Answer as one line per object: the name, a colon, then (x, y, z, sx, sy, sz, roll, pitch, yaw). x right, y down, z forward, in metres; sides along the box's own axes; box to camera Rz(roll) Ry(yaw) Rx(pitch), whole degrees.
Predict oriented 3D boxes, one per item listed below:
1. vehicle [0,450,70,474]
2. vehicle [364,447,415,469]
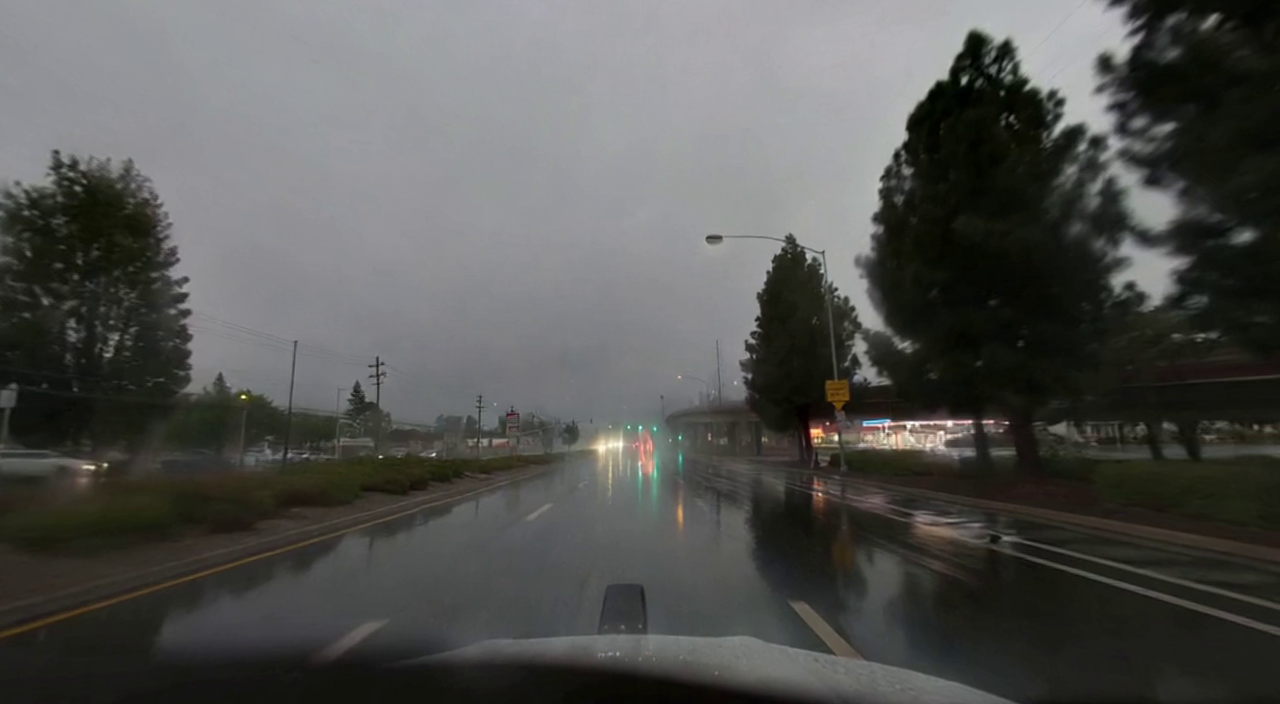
vehicle: (-45.324, 8.091, 46.278, 4.534, 1.702, 1.993, 0, -9, 1)
vehicle: (-19.532, 8.267, 49.094, 2.002, 1.642, 4.619, 0, -8, 1)
